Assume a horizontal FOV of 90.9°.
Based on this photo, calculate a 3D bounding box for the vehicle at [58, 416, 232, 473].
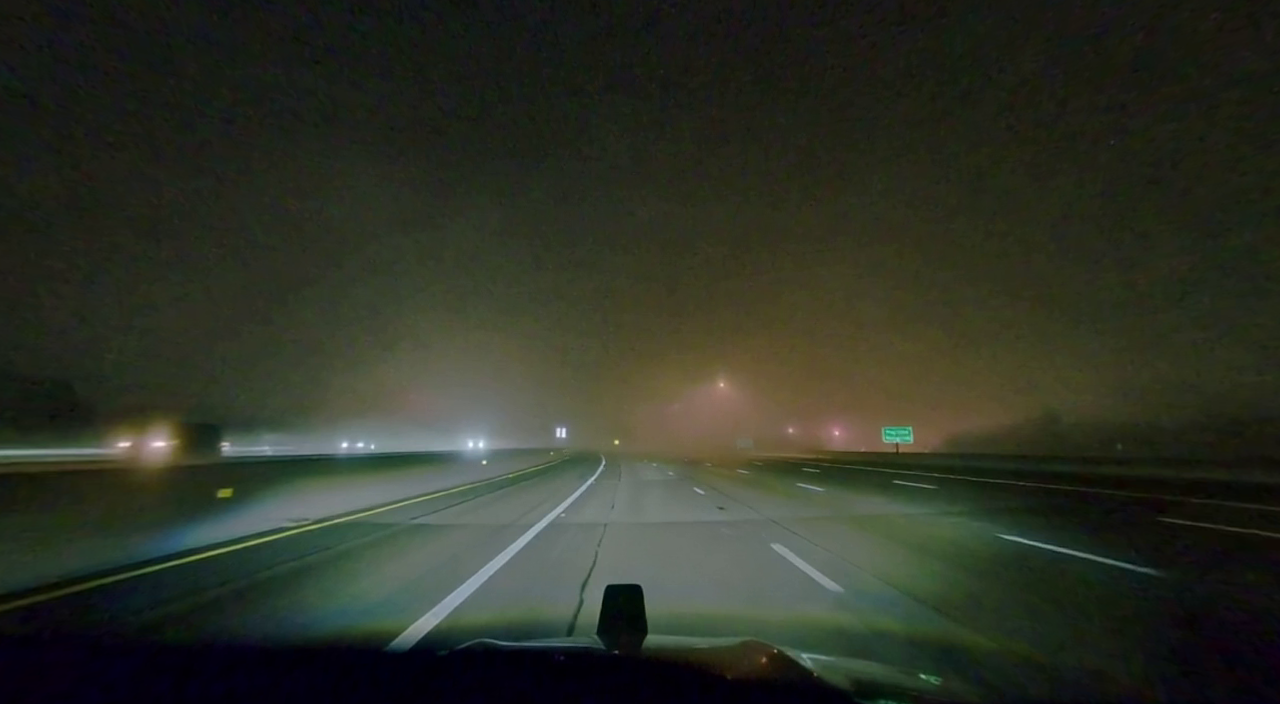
[{"bbox_3d":[-17.301,3.303,22.480,2.288,1.800,4.812,0,-8,-1],"label":"vehicle"}]
